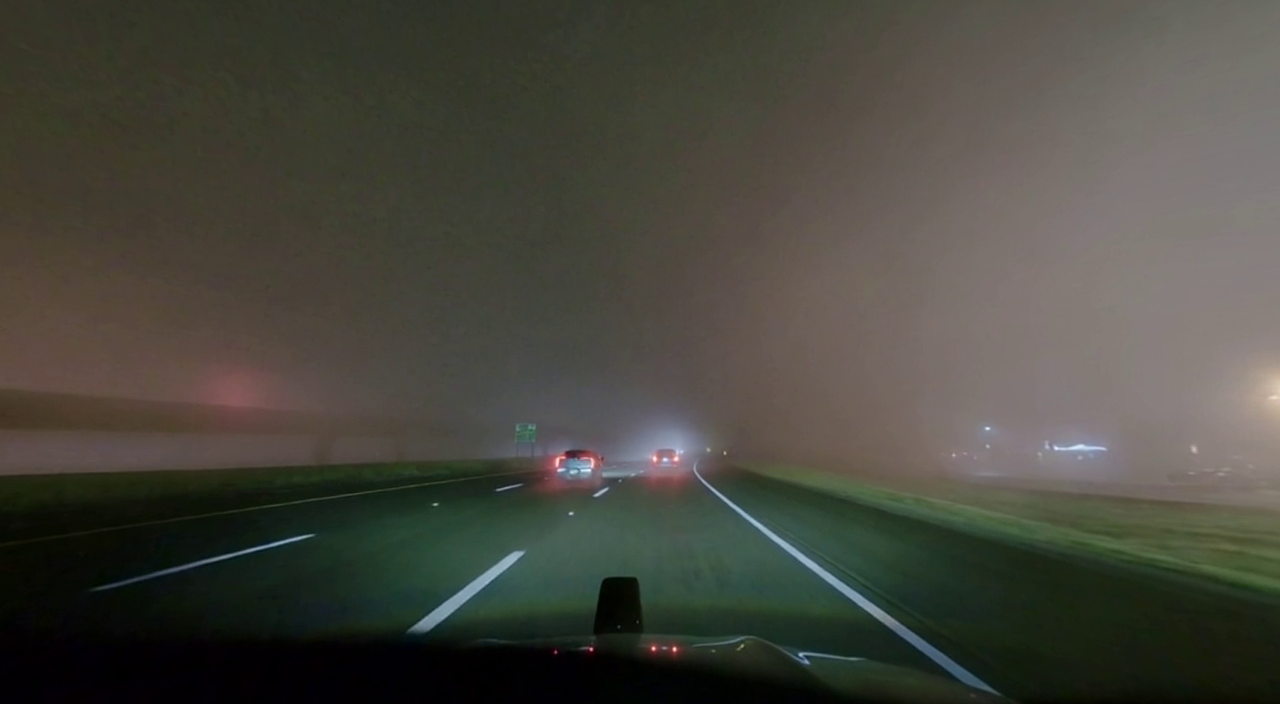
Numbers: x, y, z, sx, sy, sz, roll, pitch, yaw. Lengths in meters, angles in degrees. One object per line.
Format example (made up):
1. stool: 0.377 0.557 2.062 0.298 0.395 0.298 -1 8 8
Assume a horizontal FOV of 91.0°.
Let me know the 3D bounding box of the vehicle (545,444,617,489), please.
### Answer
1. vehicle: -2.163 4.368 24.373 2.129 1.563 4.387 -1 -9 3

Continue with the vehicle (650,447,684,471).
1. vehicle: 1.802 7.045 41.692 2.129 1.502 4.321 0 -9 2
